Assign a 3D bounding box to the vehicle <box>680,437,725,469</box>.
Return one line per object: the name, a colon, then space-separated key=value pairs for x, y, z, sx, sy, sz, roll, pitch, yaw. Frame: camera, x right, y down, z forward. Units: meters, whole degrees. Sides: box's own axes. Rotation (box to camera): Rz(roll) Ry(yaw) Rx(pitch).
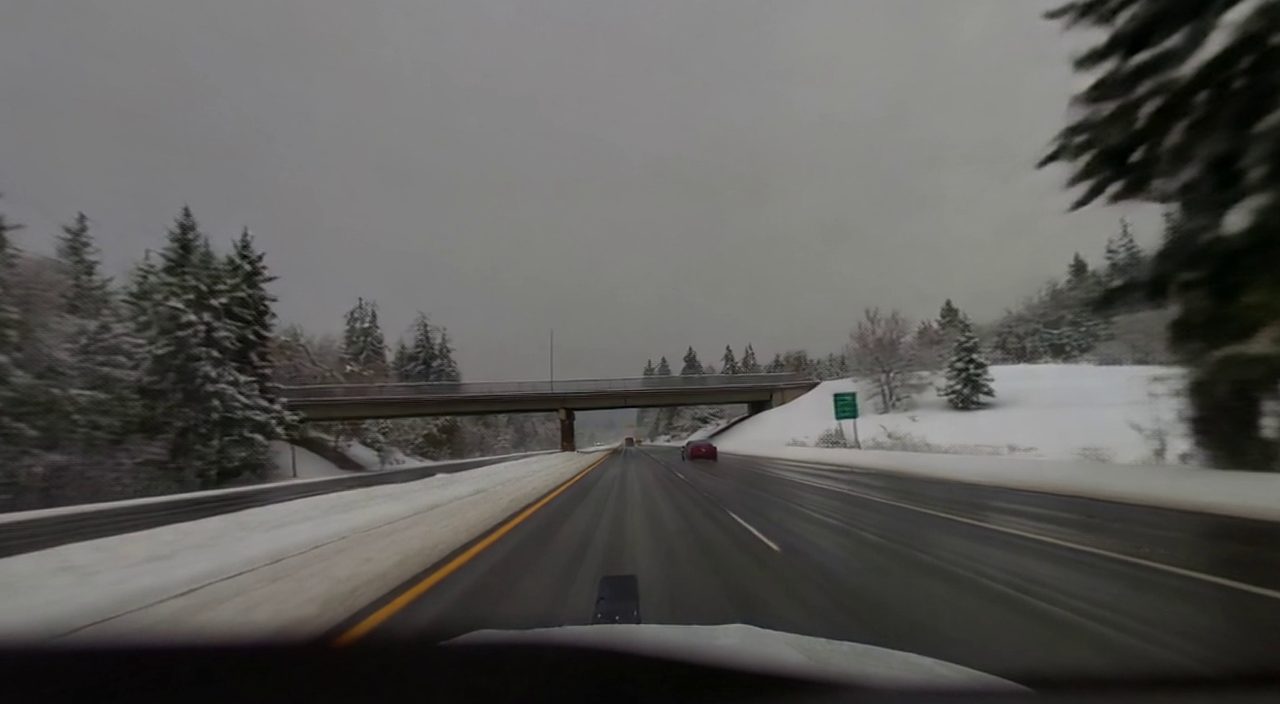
vehicle: x=3.049 y=4.994 z=31.349 sx=1.781 sy=1.470 sz=3.540 roll=0 pitch=-8 yaw=-2
